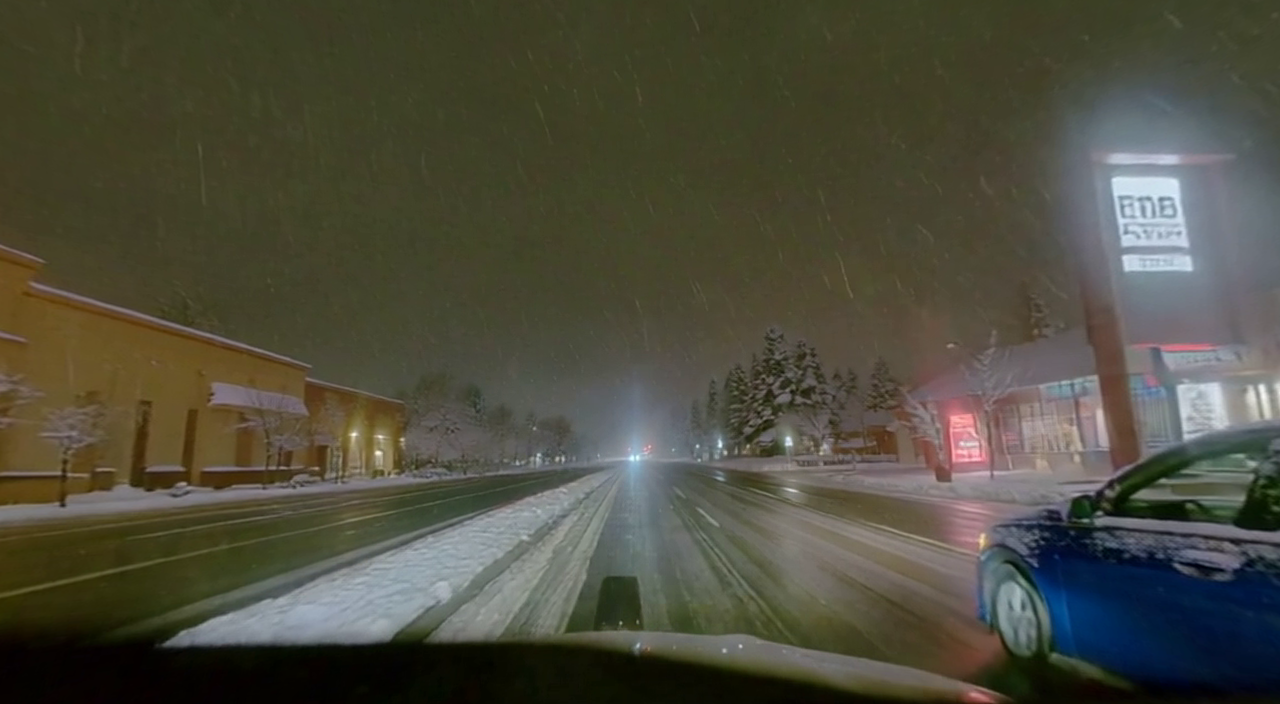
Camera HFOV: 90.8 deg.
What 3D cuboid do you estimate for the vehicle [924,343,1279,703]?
[{"bbox_3d":[2.956,0.761,1.664,2.015,1.641,4.995,0,-9,-1],"label":"vehicle"}]
